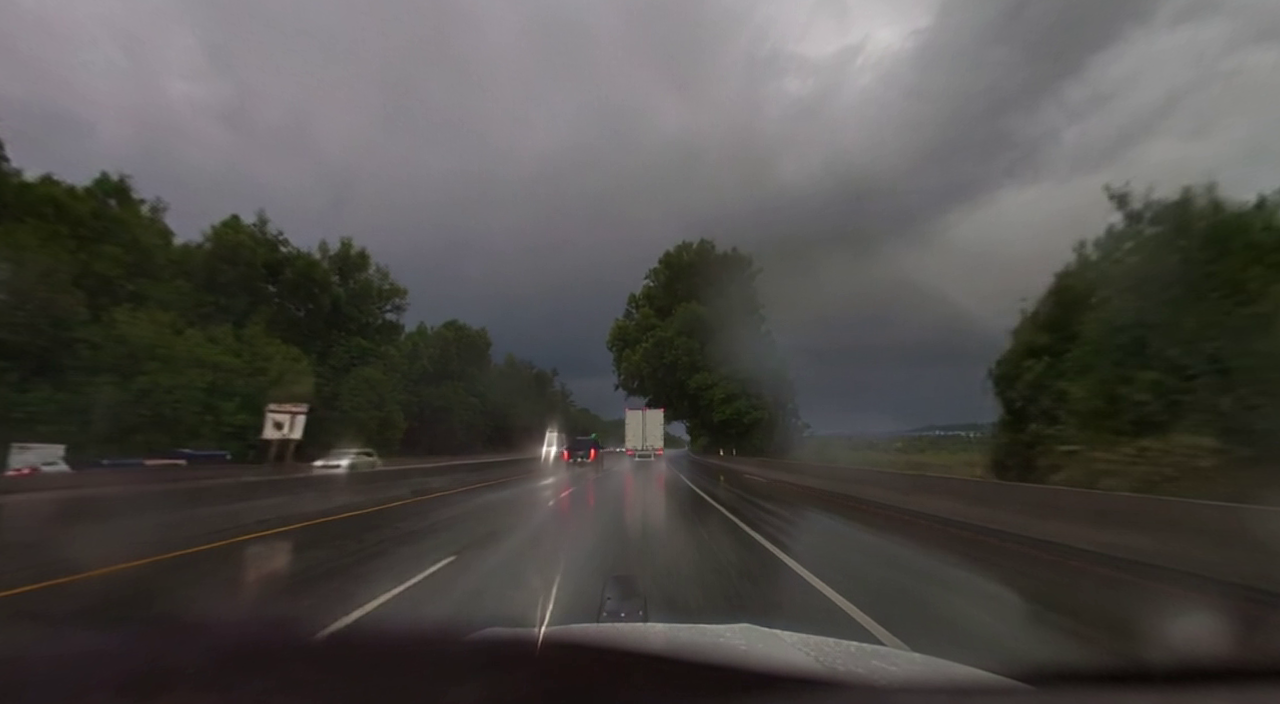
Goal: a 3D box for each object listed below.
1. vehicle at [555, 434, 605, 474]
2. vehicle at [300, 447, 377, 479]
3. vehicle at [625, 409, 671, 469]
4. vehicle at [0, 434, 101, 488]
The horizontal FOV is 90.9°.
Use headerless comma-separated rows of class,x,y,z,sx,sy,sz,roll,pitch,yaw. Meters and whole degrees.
vehicle,-3.370,5.937,36.864,2.283,2.156,5.546,0,-9,1
vehicle,-15.997,5.888,33.645,1.978,1.616,4.154,0,-9,1
vehicle,0.495,6.556,47.105,3.024,3.965,10.399,0,-9,0
vehicle,-43.944,8.034,46.951,2.807,3.656,7.763,3,-9,-19
